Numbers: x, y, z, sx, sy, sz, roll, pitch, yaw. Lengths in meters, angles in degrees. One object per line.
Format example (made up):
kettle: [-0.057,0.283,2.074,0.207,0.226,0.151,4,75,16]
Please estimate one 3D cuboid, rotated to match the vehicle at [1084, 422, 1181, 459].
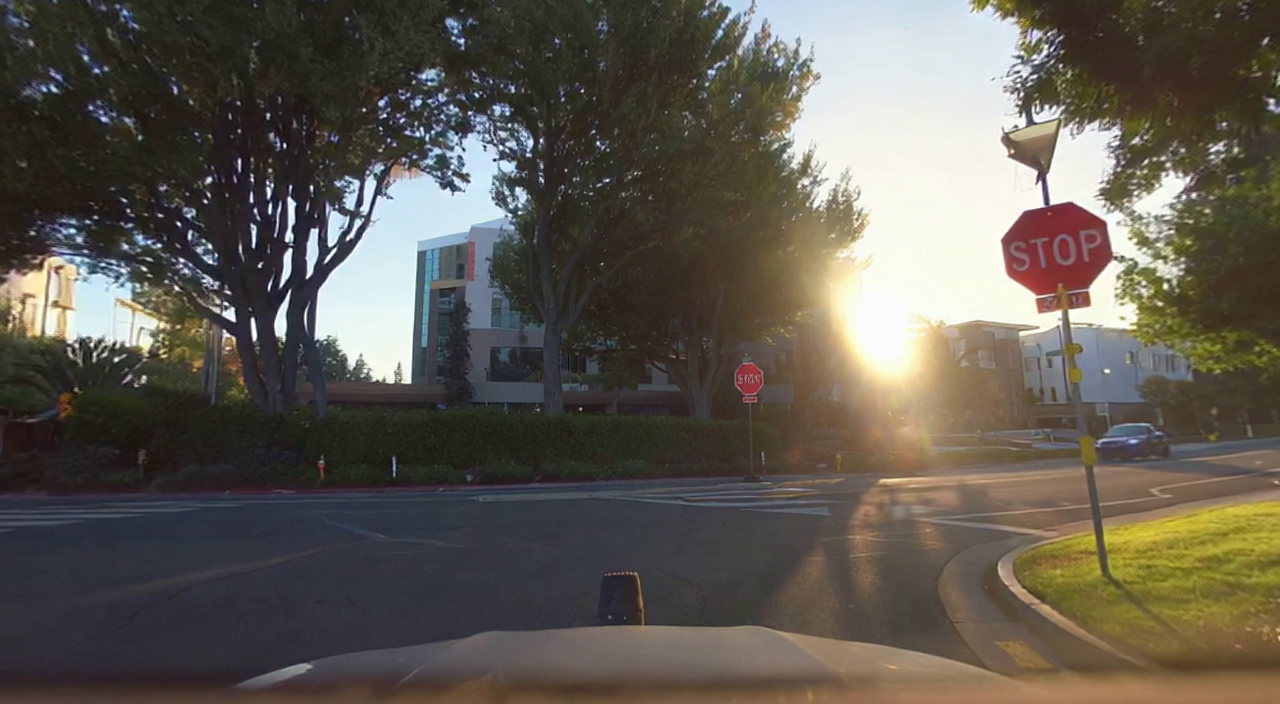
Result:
vehicle: [21.549,3.888,27.526,4.473,1.474,2.108,6,-10,-36]
